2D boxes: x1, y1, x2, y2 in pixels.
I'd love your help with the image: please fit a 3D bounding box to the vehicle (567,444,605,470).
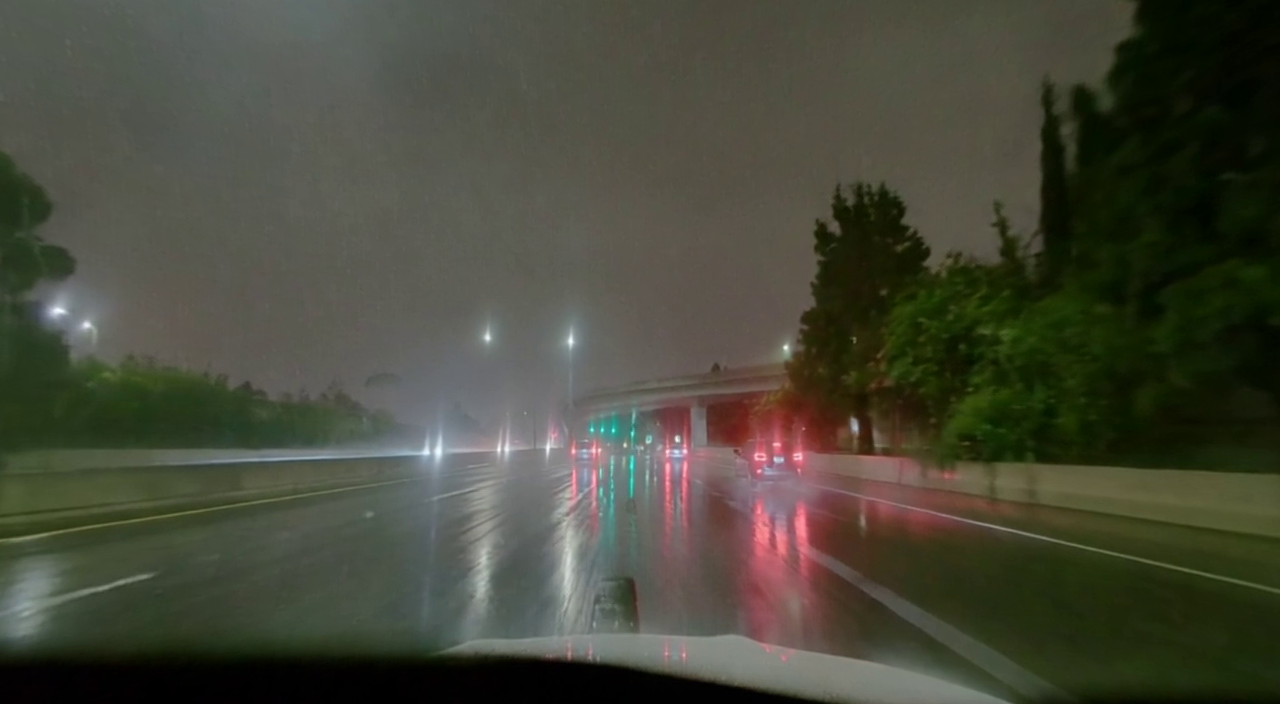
[{"bbox_3d":[-3.388,6.657,40.345,2.037,1.514,4.335,-1,-9,0],"label":"vehicle"}]
